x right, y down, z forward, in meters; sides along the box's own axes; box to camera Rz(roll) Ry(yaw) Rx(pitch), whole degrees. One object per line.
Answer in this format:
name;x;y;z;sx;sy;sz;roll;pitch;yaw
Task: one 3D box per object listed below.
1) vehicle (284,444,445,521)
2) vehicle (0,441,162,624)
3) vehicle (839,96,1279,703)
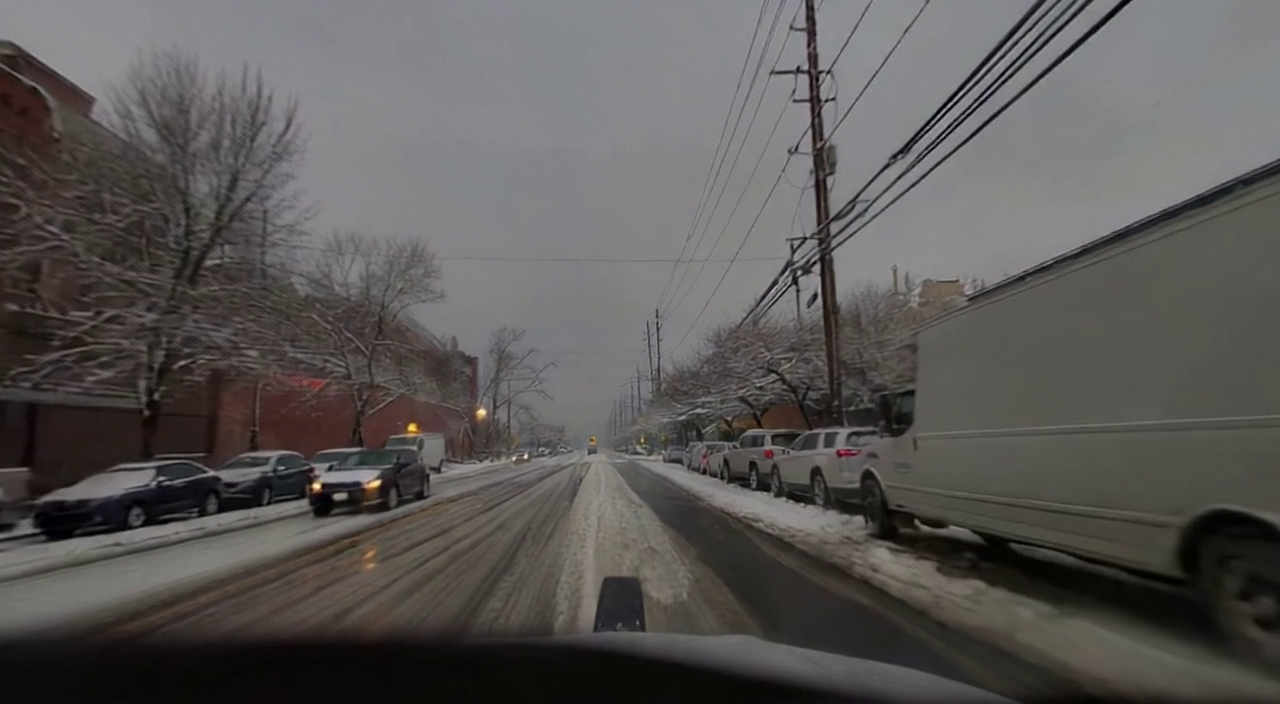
vehicle;-6.109;2.898;14.697;1.925;1.479;4.444;0;-8;-3
vehicle;-6.098;1.392;4.603;1.845;1.469;4.413;0;-8;-2
vehicle;4.658;0.564;5.548;2.815;3.203;7.558;0;-8;-4
